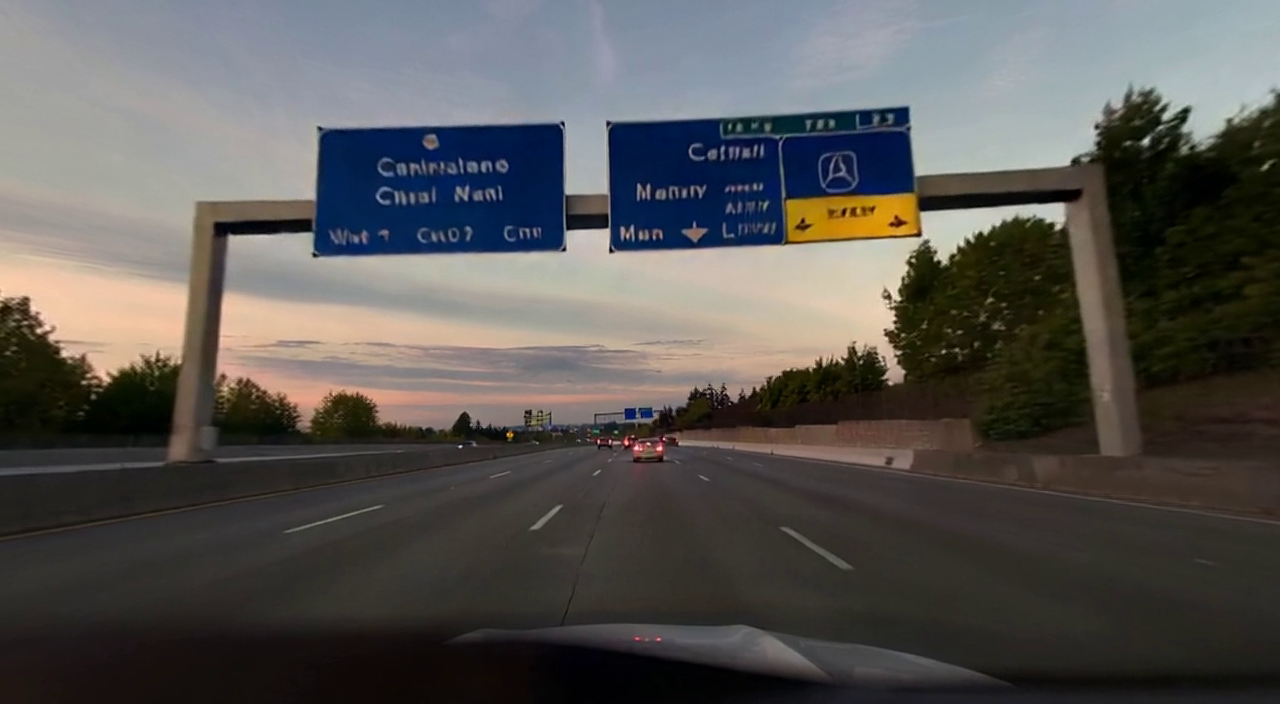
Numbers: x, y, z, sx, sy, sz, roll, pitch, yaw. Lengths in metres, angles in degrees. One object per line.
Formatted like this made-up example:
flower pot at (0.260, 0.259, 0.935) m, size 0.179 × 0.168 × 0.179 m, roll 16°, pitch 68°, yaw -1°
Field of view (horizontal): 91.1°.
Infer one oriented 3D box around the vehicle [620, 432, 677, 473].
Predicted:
vehicle at (0.266, 3.833, 24.290) m, size 2.046 × 1.467 × 3.844 m, roll 0°, pitch -8°, yaw -1°
